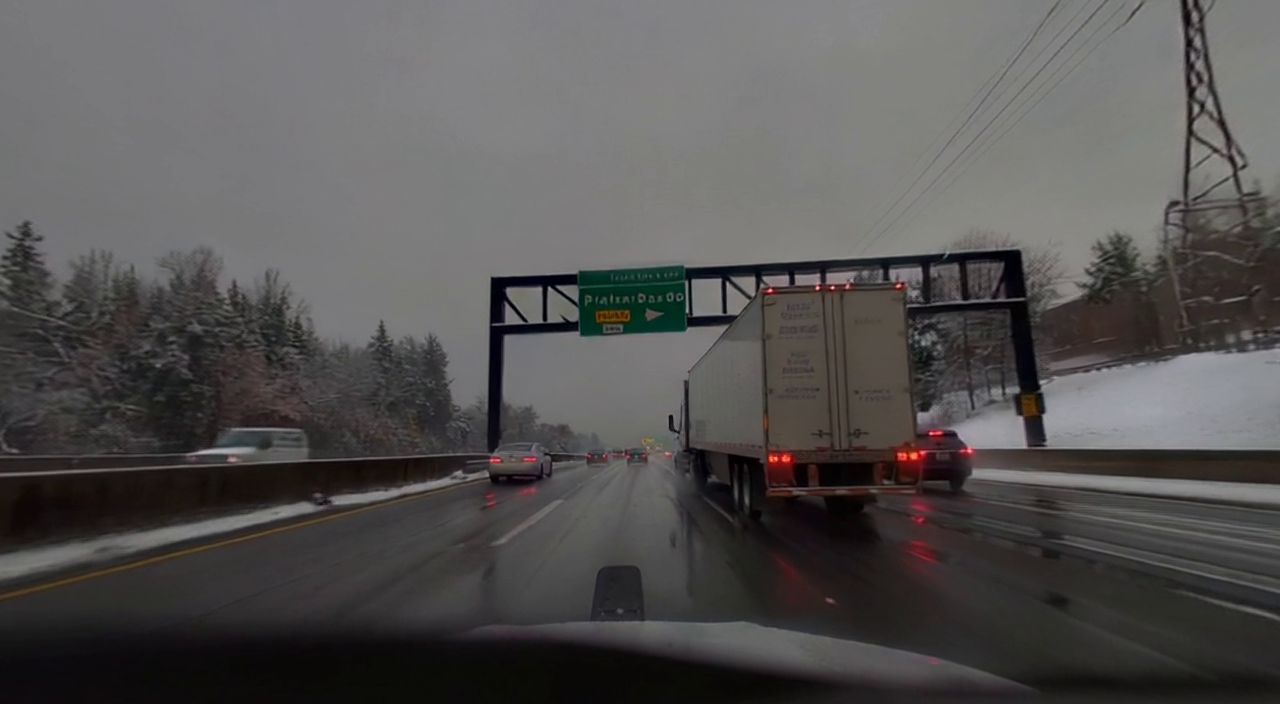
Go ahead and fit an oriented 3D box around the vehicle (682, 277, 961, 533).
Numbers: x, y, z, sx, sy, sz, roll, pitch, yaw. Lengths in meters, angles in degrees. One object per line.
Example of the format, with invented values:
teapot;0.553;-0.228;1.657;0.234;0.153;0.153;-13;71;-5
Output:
vehicle;3.395;1.970;18.127;2.907;4.109;16.177;0;-8;-1

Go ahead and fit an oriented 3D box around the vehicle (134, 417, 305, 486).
vehicle;-14.885;3.578;22.872;2.307;2.151;5.598;0;-8;0

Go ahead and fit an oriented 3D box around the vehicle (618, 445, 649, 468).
vehicle;-0.376;7.217;43.524;2.047;1.485;3.938;0;-8;1

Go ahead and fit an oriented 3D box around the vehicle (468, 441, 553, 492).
vehicle;-4.226;3.790;21.215;1.968;1.507;3.829;-1;-8;1
